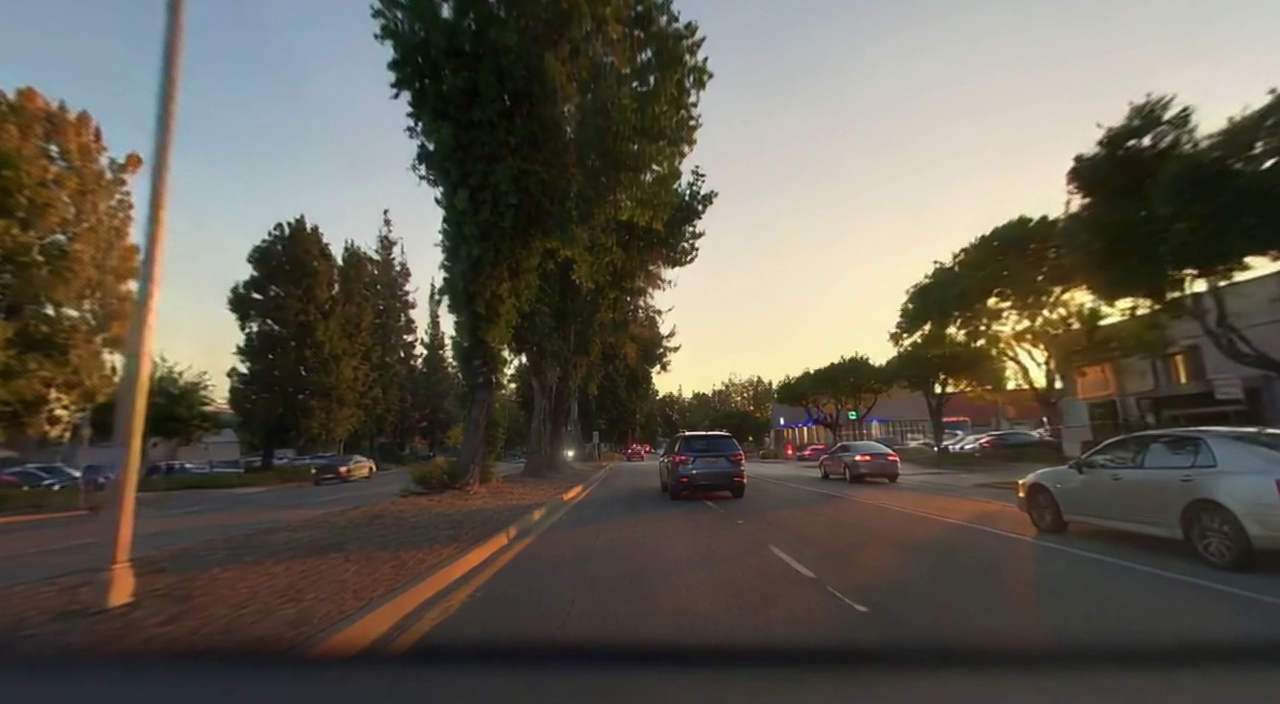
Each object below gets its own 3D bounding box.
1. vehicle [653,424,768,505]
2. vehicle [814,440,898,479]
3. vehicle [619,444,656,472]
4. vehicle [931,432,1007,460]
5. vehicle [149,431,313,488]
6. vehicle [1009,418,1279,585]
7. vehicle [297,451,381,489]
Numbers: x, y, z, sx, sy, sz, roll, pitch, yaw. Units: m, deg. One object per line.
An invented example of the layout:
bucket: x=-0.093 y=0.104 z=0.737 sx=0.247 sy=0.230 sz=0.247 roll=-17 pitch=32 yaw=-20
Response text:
vehicle: x=1.717 y=3.017 z=17.385 sx=2.300 sy=1.870 sz=4.936 roll=0 pitch=-9 yaw=-3
vehicle: x=9.165 y=4.590 z=27.200 sx=1.894 sy=1.517 sz=4.419 roll=0 pitch=-9 yaw=-2
vehicle: x=-0.175 y=6.230 z=37.255 sx=2.050 sy=1.504 sz=4.024 roll=0 pitch=-9 yaw=-1
vehicle: x=20.219 y=5.840 z=39.077 sx=2.109 sy=1.592 sz=4.481 roll=0 pitch=-9 yaw=-2
vehicle: x=-26.356 y=6.965 z=41.100 sx=8.231 sy=3.396 sz=3.340 roll=-1 pitch=-10 yaw=1
vehicle: x=6.720 y=1.622 z=7.512 sx=1.994 sy=1.488 sz=4.313 roll=0 pitch=-9 yaw=-1
vehicle: x=-16.154 y=6.311 z=34.257 sx=2.124 sy=1.802 sz=5.097 roll=0 pitch=-8 yaw=-1
